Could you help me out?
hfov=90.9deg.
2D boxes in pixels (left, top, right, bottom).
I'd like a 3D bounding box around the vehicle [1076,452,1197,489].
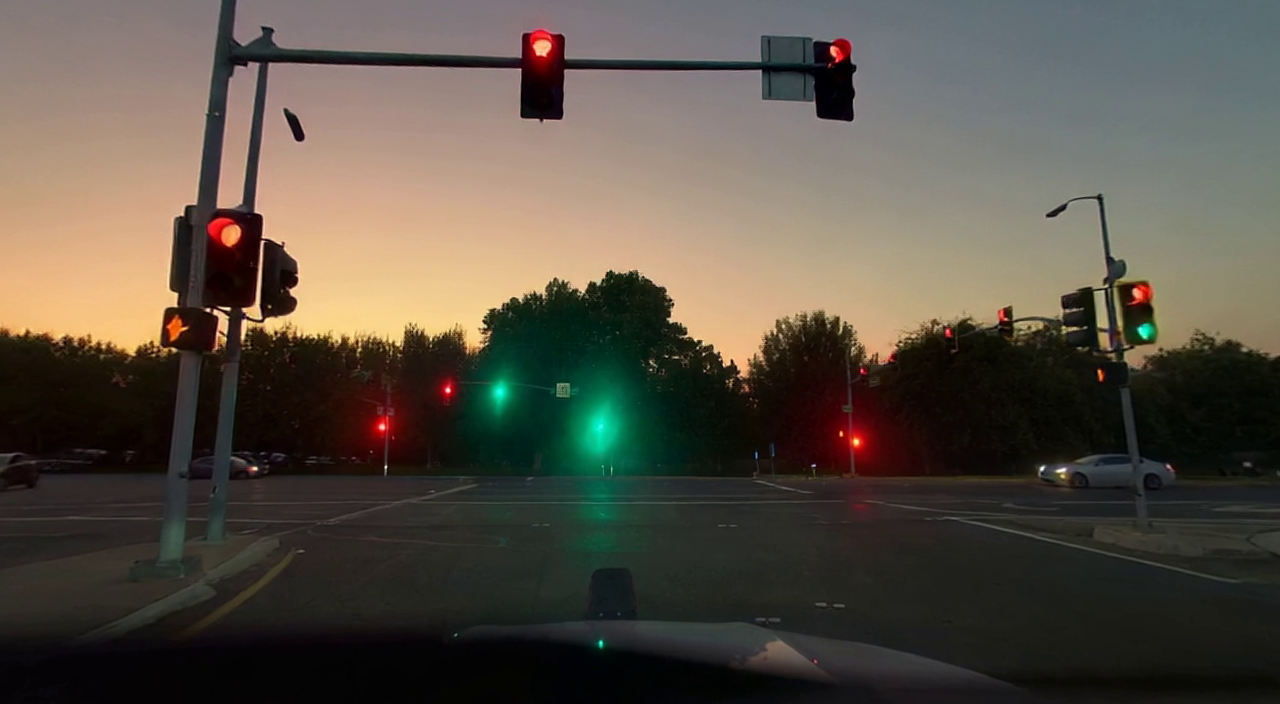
[{"bbox_3d":[22.889,5.466,29.132,3.998,1.590,1.936,1,-10,-6],"label":"vehicle"}]
